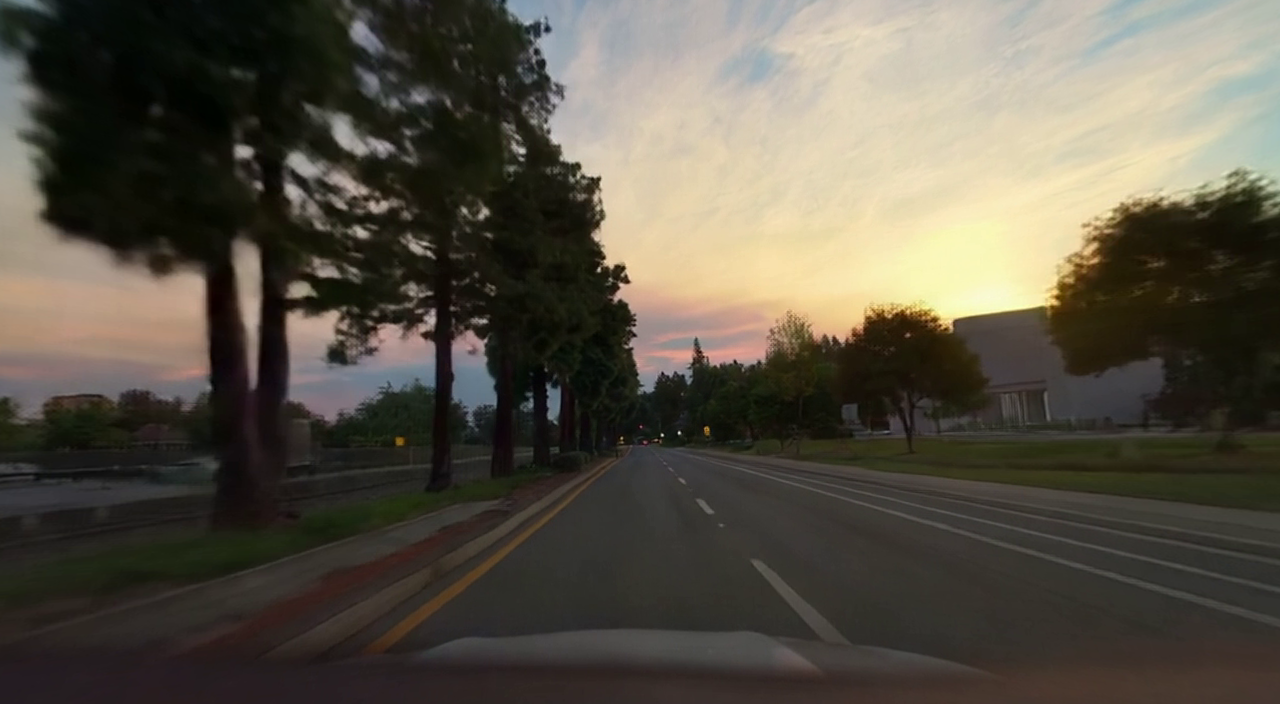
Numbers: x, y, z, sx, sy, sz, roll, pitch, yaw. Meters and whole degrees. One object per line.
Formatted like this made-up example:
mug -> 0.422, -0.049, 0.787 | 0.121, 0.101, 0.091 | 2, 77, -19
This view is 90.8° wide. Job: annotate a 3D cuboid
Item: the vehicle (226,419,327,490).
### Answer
vehicle -> -17.174, 4.813, 30.101 | 2.575, 2.950, 4.003 | -4, -7, -3
